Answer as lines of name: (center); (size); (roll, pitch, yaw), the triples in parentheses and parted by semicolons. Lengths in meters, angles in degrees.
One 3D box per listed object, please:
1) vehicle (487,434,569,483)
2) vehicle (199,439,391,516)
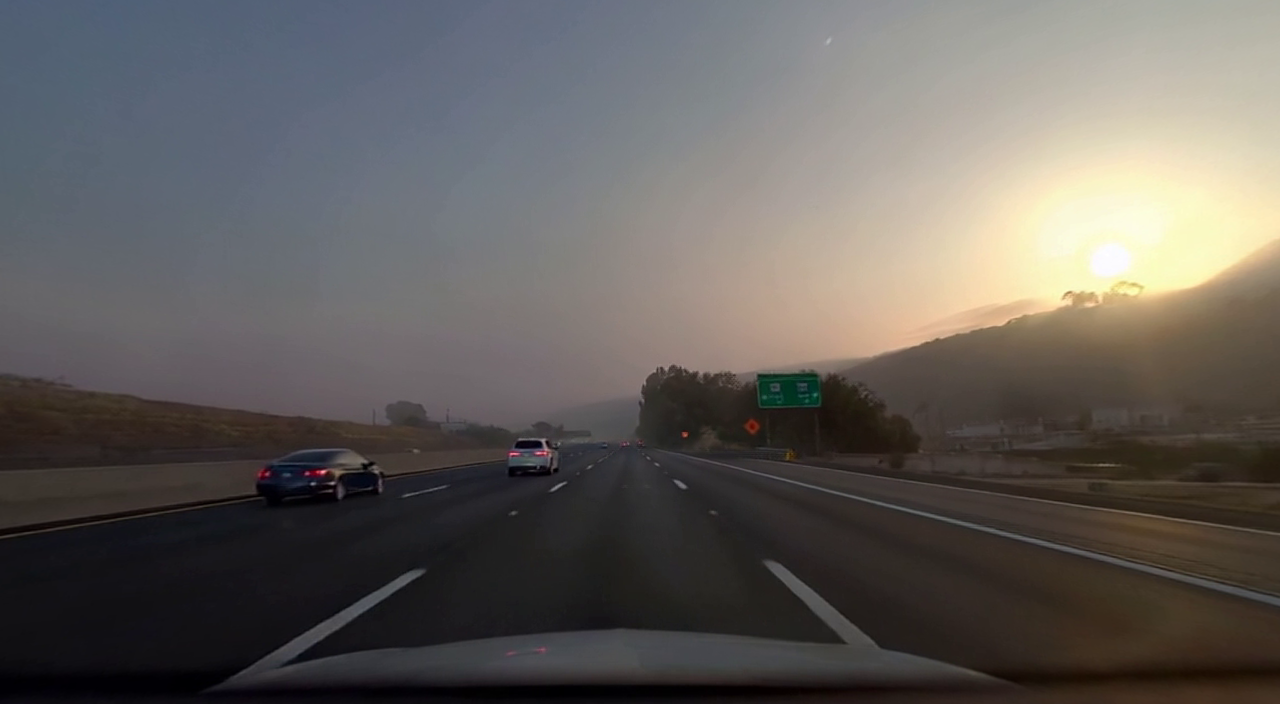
vehicle: (-4.155, 4.015, 24.232); (2.200, 1.662, 5.091); (0, -8, 0)
vehicle: (-7.925, 2.872, 15.141); (1.924, 1.519, 4.791); (0, -8, 0)
